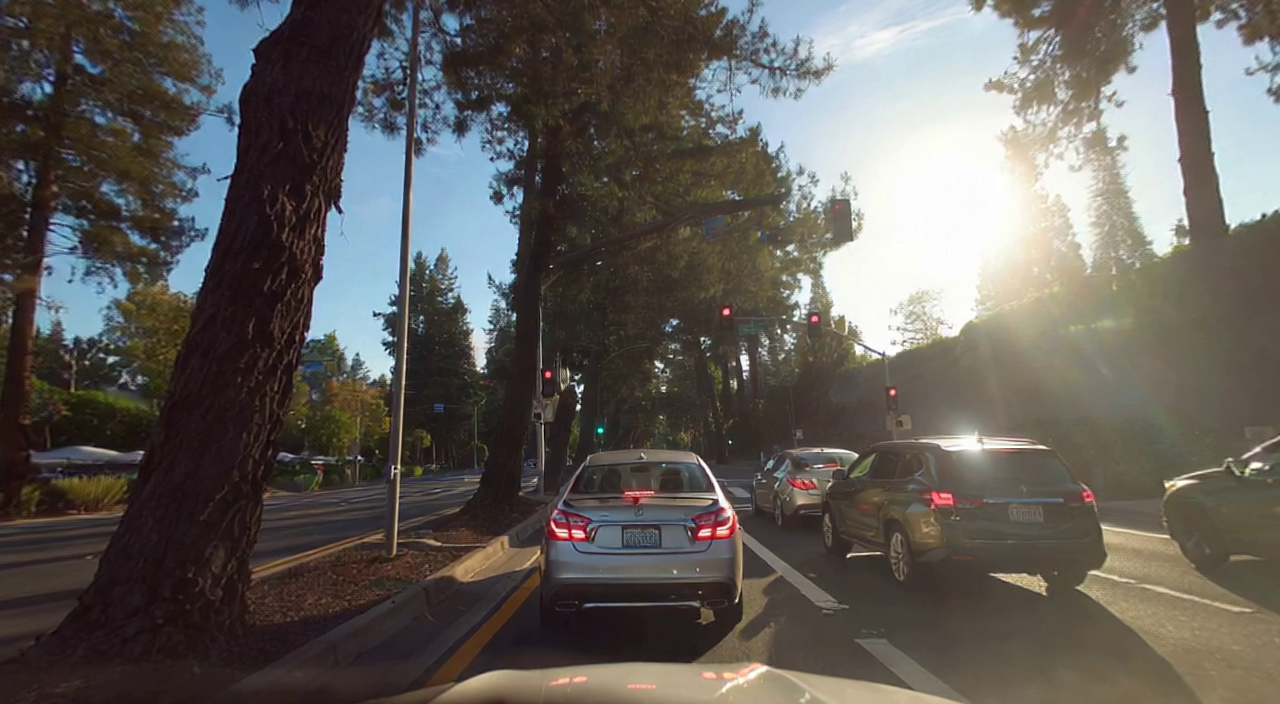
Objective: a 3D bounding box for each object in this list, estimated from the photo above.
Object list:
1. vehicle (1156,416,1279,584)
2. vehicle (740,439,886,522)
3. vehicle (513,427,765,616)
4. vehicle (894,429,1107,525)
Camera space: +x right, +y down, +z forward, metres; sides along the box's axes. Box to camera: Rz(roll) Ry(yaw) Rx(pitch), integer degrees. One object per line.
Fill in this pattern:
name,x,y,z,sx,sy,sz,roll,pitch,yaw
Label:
vehicle,6.936,1.337,5.573,1.783,1.572,3.421,0,-9,1
vehicle,3.536,2.718,13.823,1.934,1.494,4.446,0,-9,0
vehicle,0.012,1.679,7.096,2.015,1.502,3.898,0,-9,1
vehicle,7.019,2.467,12.903,1.923,1.611,4.094,0,-9,0
